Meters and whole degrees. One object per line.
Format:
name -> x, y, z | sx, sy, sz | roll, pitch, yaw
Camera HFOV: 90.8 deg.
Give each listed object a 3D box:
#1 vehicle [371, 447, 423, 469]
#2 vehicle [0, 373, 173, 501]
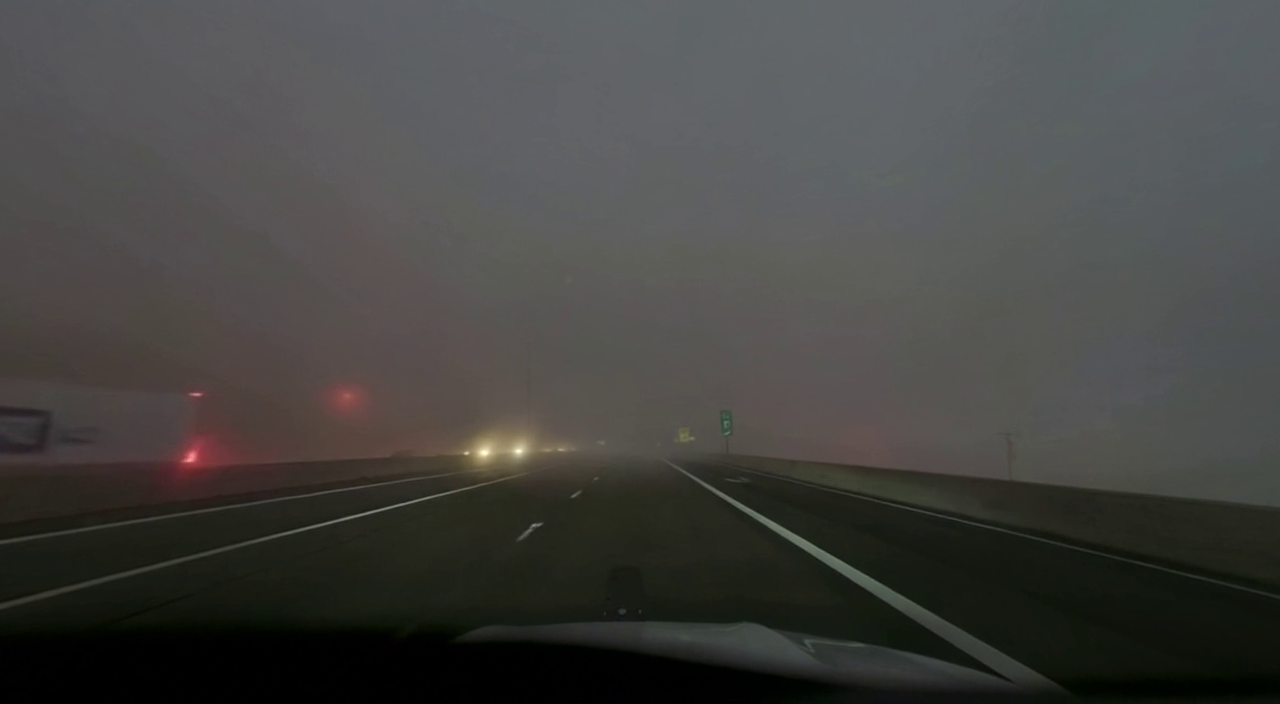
vehicle -> -18.593, 8.093, 48.472 | 2.163, 1.564, 4.548 | 0, -9, 0
vehicle -> -22.612, 2.817, 20.827 | 3.417, 4.120, 14.262 | 0, -9, 0
